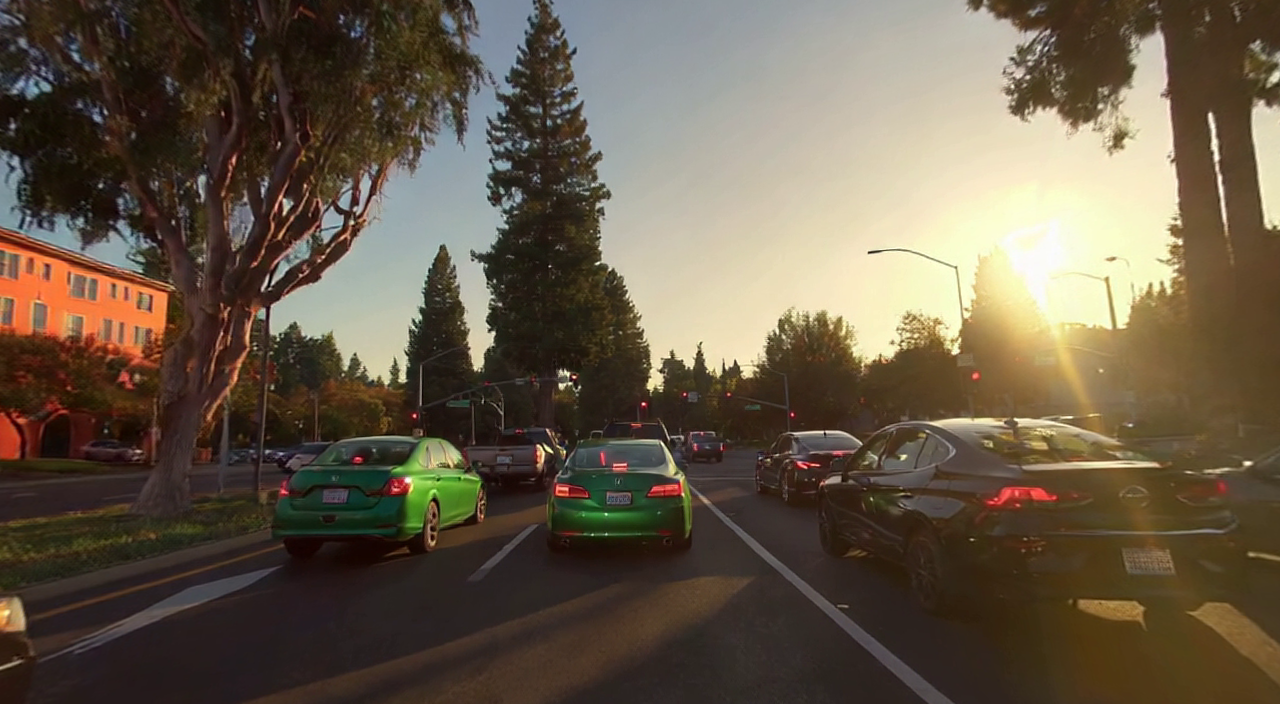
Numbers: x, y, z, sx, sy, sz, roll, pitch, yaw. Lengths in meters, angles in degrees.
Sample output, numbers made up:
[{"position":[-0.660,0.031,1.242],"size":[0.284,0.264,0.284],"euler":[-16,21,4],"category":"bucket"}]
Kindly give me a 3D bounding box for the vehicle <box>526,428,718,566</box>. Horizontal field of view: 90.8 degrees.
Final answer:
[{"position":[-0.203,1.835,8.729],"size":[2.041,1.450,3.847],"euler":[0,-8,0],"category":"vehicle"}]

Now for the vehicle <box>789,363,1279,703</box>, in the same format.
[{"position":[2.999,1.241,5.495],"size":[2.196,1.676,4.865],"euler":[0,-8,0],"category":"vehicle"}]

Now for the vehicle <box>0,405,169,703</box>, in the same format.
[{"position":[-3.354,0.708,0.854],"size":[1.863,1.448,4.697],"euler":[0,-8,-1],"category":"vehicle"}]

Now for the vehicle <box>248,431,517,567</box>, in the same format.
[{"position":[-3.198,1.892,8.941],"size":[1.917,1.441,4.128],"euler":[-1,-8,2],"category":"vehicle"}]
